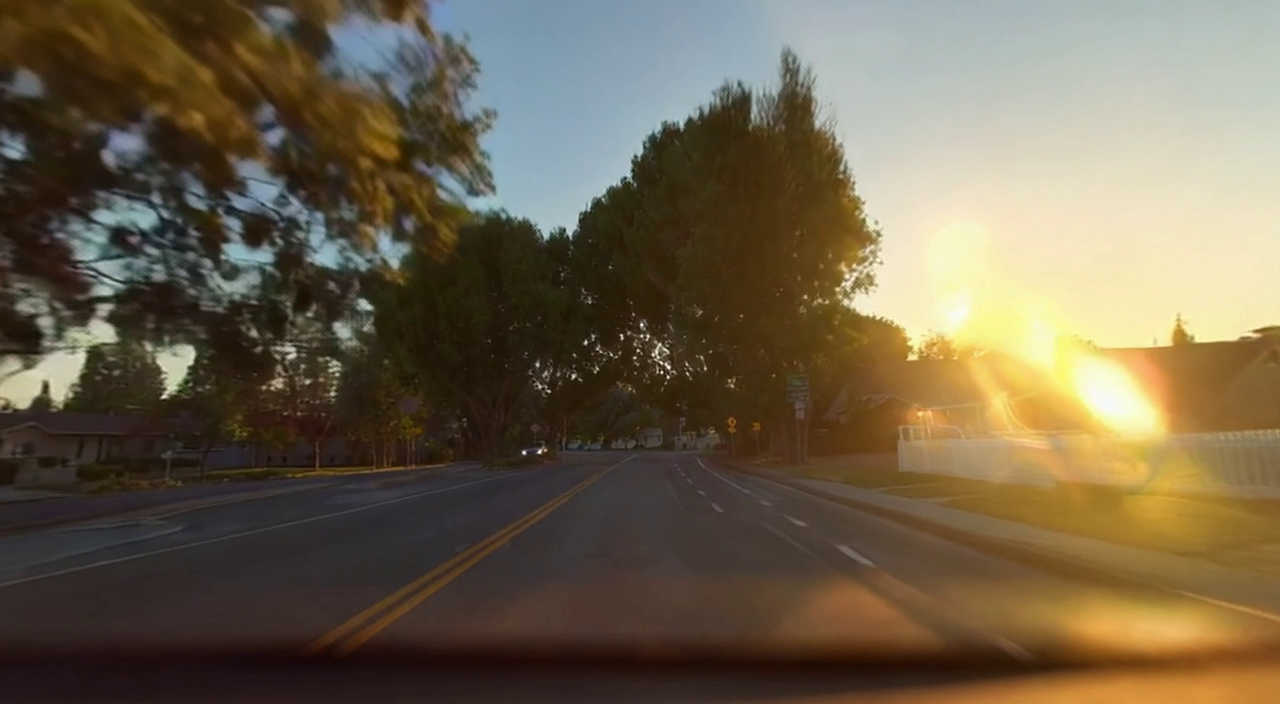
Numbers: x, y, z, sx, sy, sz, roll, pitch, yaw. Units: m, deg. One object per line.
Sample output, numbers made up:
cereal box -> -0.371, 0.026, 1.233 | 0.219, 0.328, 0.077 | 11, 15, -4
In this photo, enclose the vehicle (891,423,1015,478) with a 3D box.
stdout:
vehicle -> 10.551, 3.363, 21.720 | 1.938, 1.695, 4.296 | 0, -8, -2
